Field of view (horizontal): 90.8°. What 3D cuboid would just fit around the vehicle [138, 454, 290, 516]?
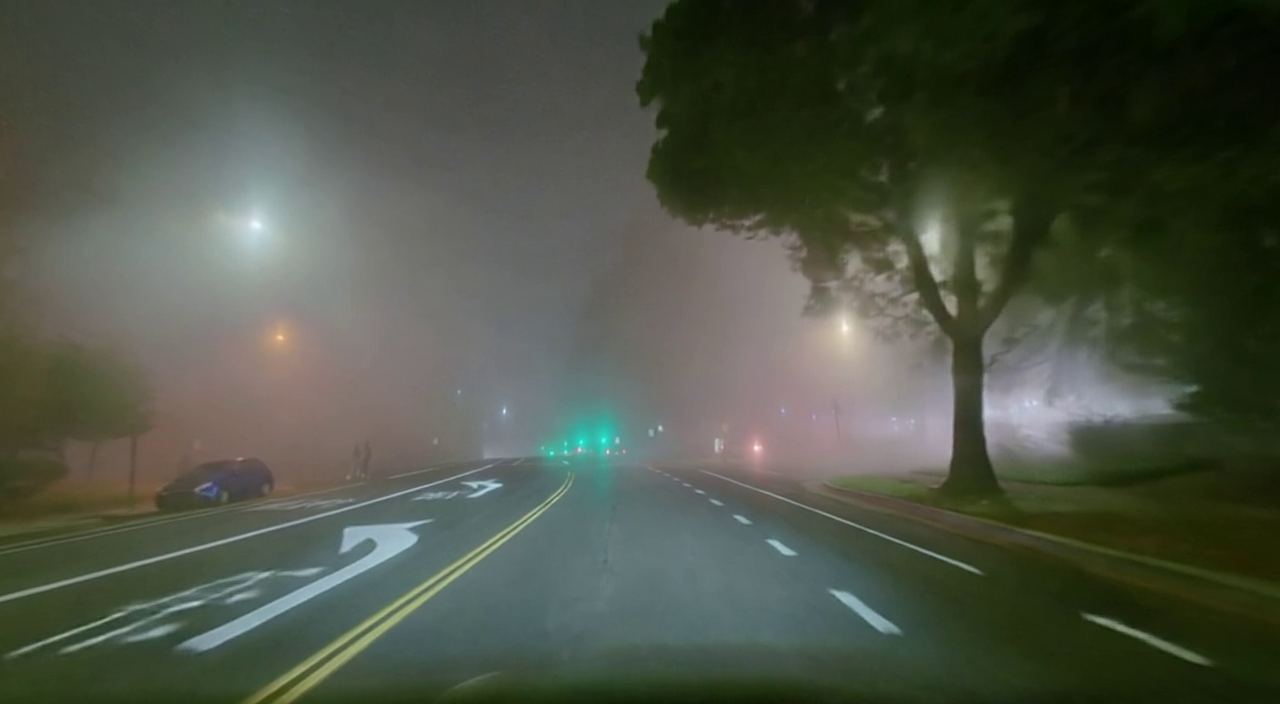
[{"bbox_3d":[-13.713,4.279,20.753,2.090,1.680,4.434,-3,-10,-4],"label":"vehicle"}]
